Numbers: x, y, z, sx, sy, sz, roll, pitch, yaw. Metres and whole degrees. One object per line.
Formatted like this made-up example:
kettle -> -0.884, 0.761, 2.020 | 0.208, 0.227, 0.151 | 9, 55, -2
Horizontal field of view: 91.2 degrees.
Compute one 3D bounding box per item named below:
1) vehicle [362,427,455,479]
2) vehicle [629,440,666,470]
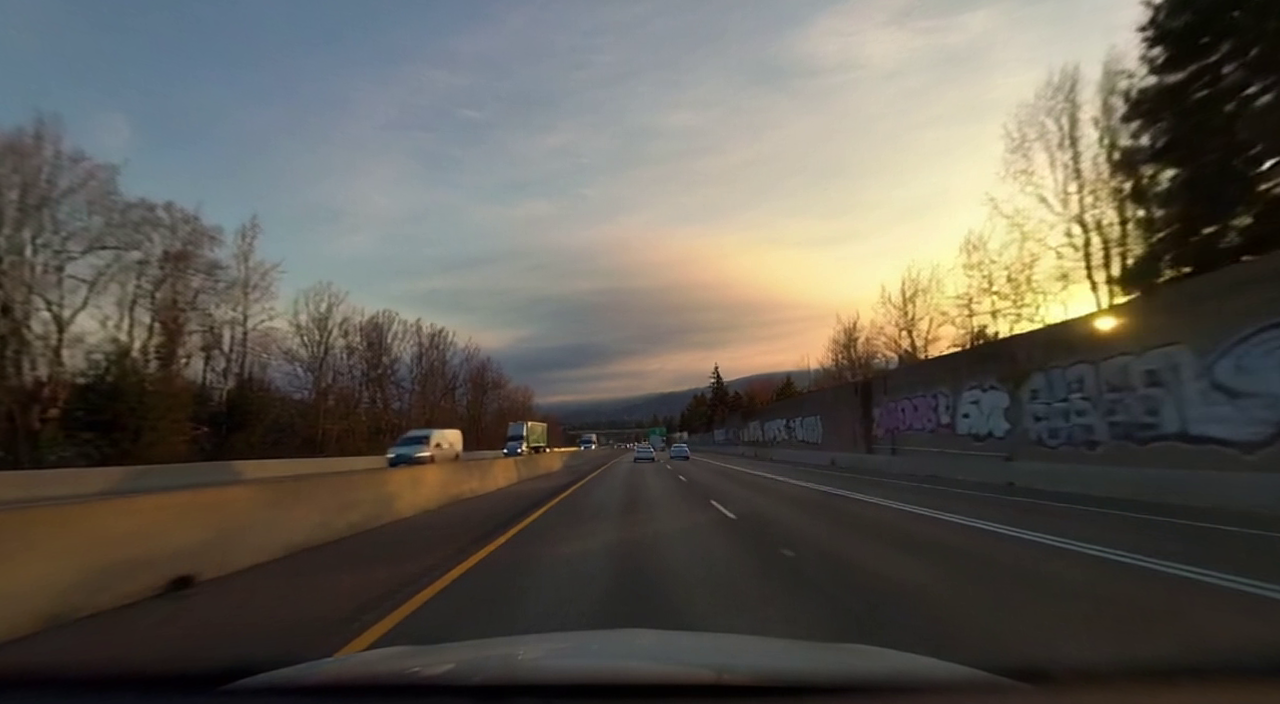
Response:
vehicle -> -12.385, 5.487, 34.222 | 2.320, 2.532, 6.628 | -1, -9, 2
vehicle -> 0.384, 6.156, 37.623 | 2.095, 1.671, 4.219 | 0, -9, -1
